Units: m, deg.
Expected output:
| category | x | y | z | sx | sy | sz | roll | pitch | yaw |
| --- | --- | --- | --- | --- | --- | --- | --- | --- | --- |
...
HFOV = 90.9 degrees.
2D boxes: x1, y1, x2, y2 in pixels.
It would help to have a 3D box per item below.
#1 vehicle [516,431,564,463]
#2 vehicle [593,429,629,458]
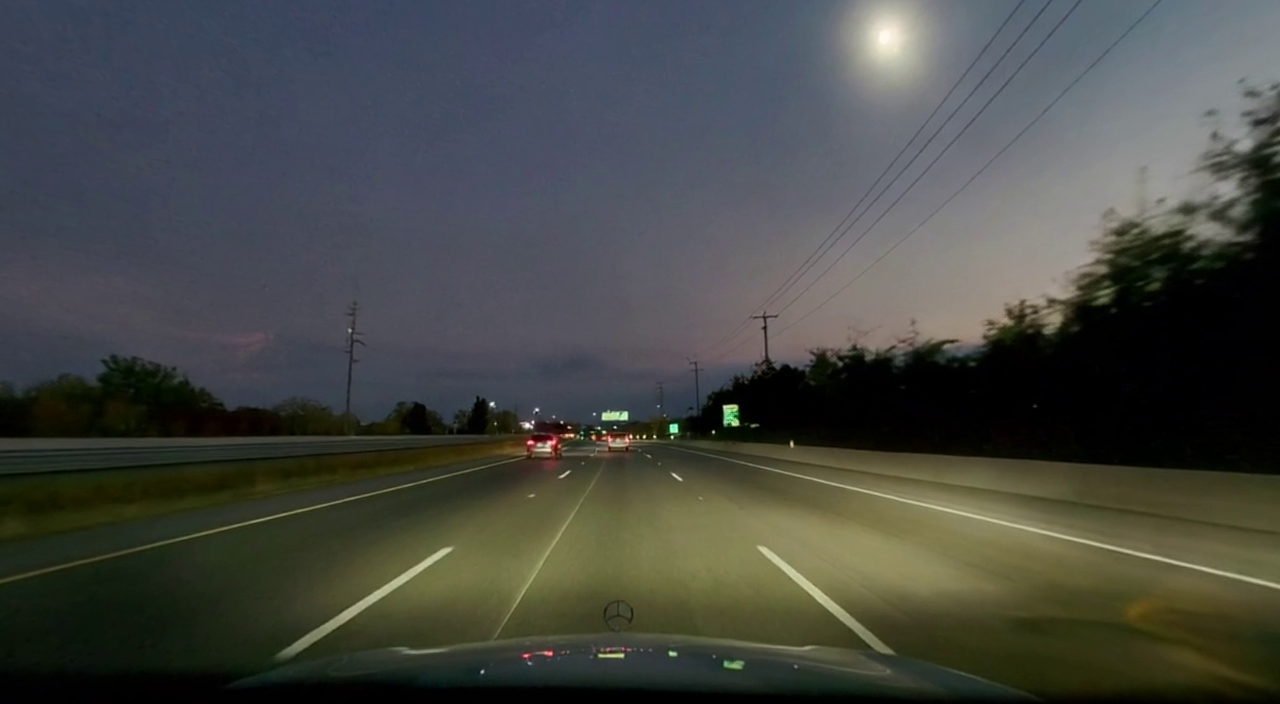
| category | x | y | z | sx | sy | sz | roll | pitch | yaw |
| --- | --- | --- | --- | --- | --- | --- | --- | --- | --- |
| vehicle | -5.410 | 5.158 | 34.490 | 2.100 | 1.590 | 4.077 | 0 | -7 | -2 |
| vehicle | -1.759 | 5.728 | 39.500 | 2.159 | 1.690 | 3.720 | 0 | -7 | -1 |
